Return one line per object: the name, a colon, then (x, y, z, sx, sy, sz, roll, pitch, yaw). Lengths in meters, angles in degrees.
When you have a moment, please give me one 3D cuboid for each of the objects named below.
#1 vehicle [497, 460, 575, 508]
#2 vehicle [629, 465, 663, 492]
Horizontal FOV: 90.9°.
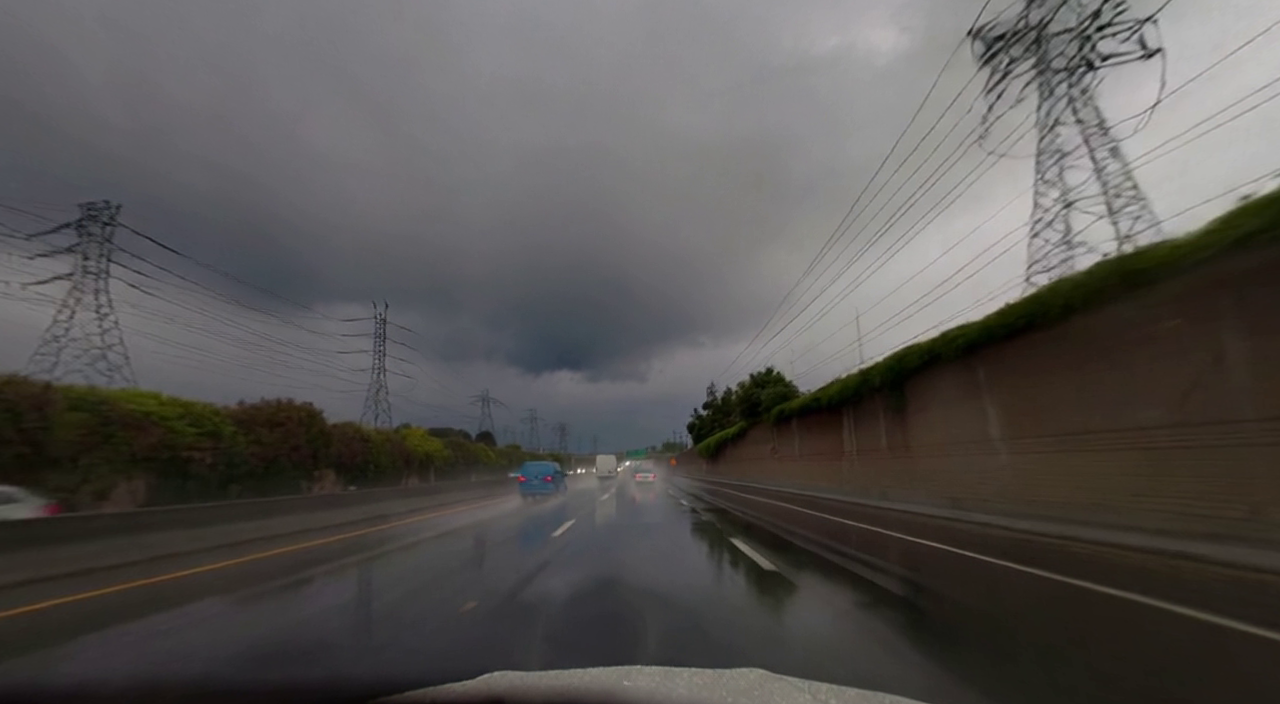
vehicle: (-3.671, 4.800, 23.072, 2.023, 1.541, 4.543, 1, -11, 0)
vehicle: (0.337, 7.748, 38.683, 2.006, 1.554, 3.863, 1, -11, -1)
